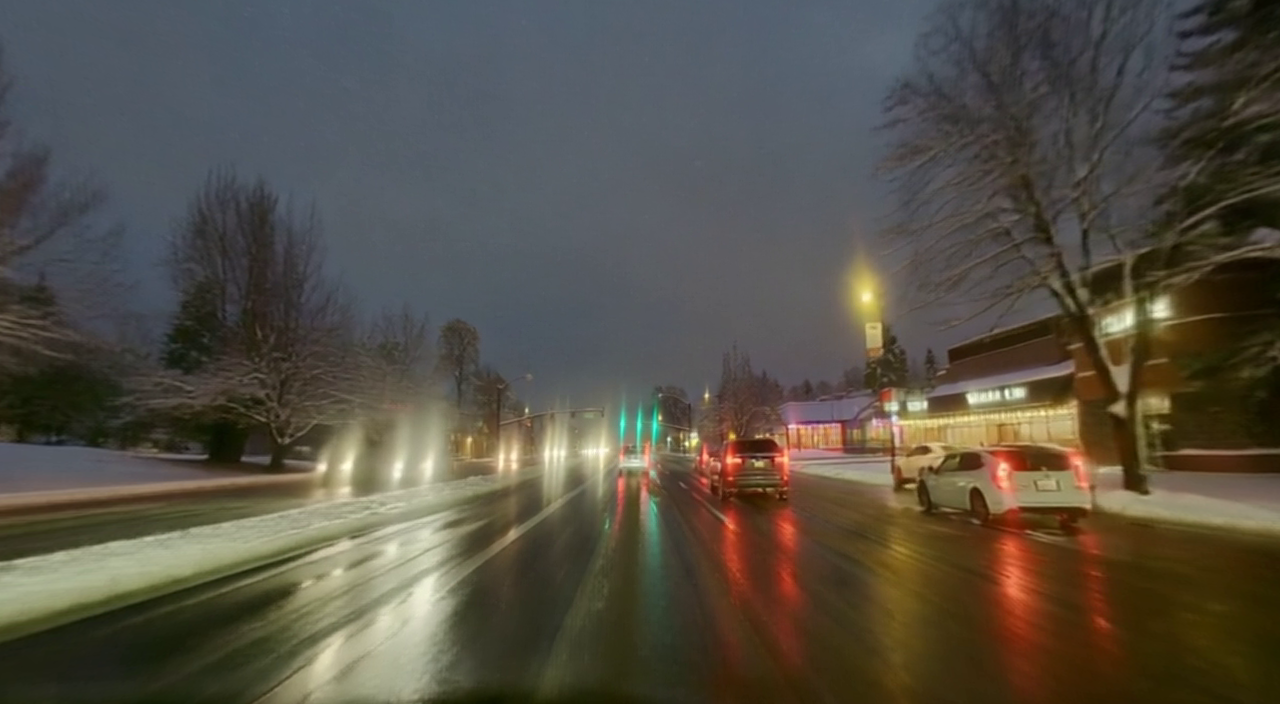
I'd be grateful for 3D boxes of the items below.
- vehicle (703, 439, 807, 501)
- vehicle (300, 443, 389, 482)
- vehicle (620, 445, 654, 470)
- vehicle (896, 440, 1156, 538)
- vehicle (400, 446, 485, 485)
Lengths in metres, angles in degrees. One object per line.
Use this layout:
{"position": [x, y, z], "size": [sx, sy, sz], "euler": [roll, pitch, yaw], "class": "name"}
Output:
{"position": [3.134, 3.314, 18.282], "size": [2.072, 1.545, 4.578], "euler": [0, -8, -1], "class": "vehicle"}
{"position": [-15.421, 5.762, 33.350], "size": [2.060, 1.831, 5.414], "euler": [0, -8, 0], "class": "vehicle"}
{"position": [-0.158, 6.771, 40.698], "size": [2.052, 1.461, 4.324], "euler": [0, -8, 0], "class": "vehicle"}
{"position": [6.735, 2.396, 11.814], "size": [1.952, 1.449, 4.544], "euler": [0, -8, -1], "class": "vehicle"}
{"position": [-8.307, 4.777, 27.048], "size": [2.050, 1.499, 4.816], "euler": [0, -8, 1], "class": "vehicle"}
